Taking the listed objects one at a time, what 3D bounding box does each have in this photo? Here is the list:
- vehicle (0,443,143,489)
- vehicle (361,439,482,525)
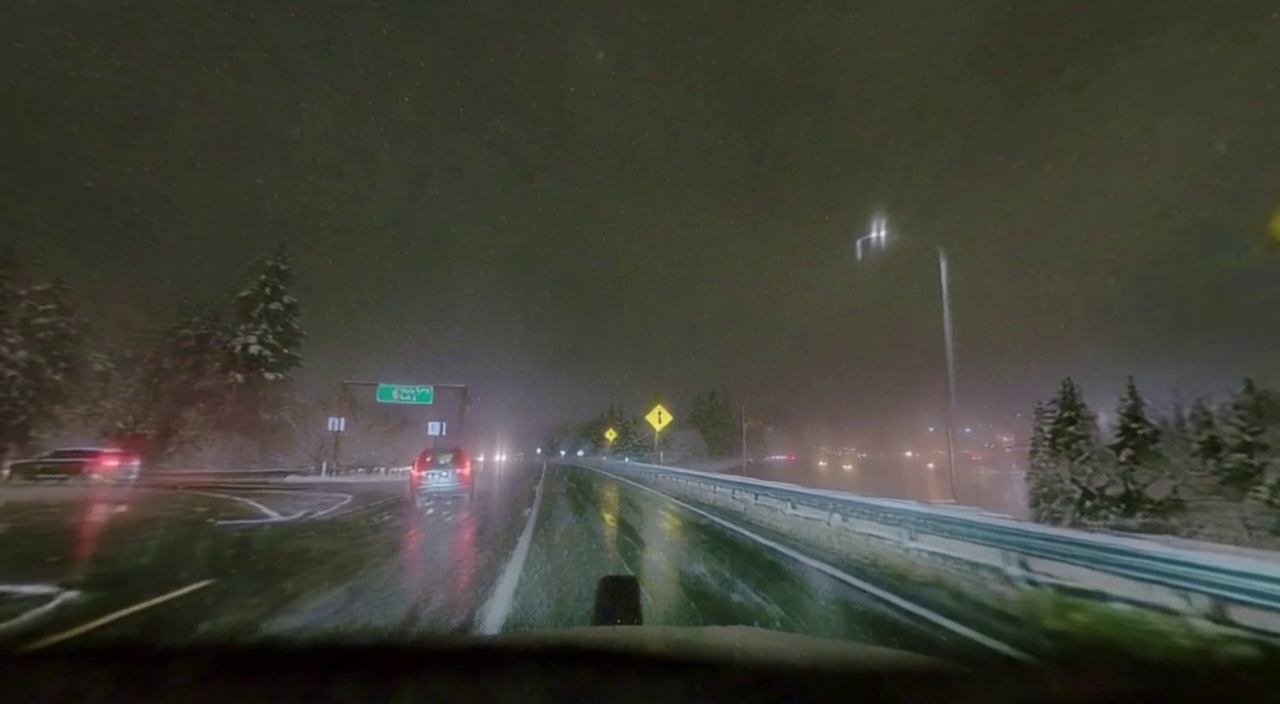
[{"bbox_3d":[-20.482,4.007,22.232,4.278,1.505,2.018,-2,-9,10],"label":"vehicle"},{"bbox_3d":[-4.562,2.615,13.215,2.006,1.486,3.950,3,-9,-19],"label":"vehicle"}]
